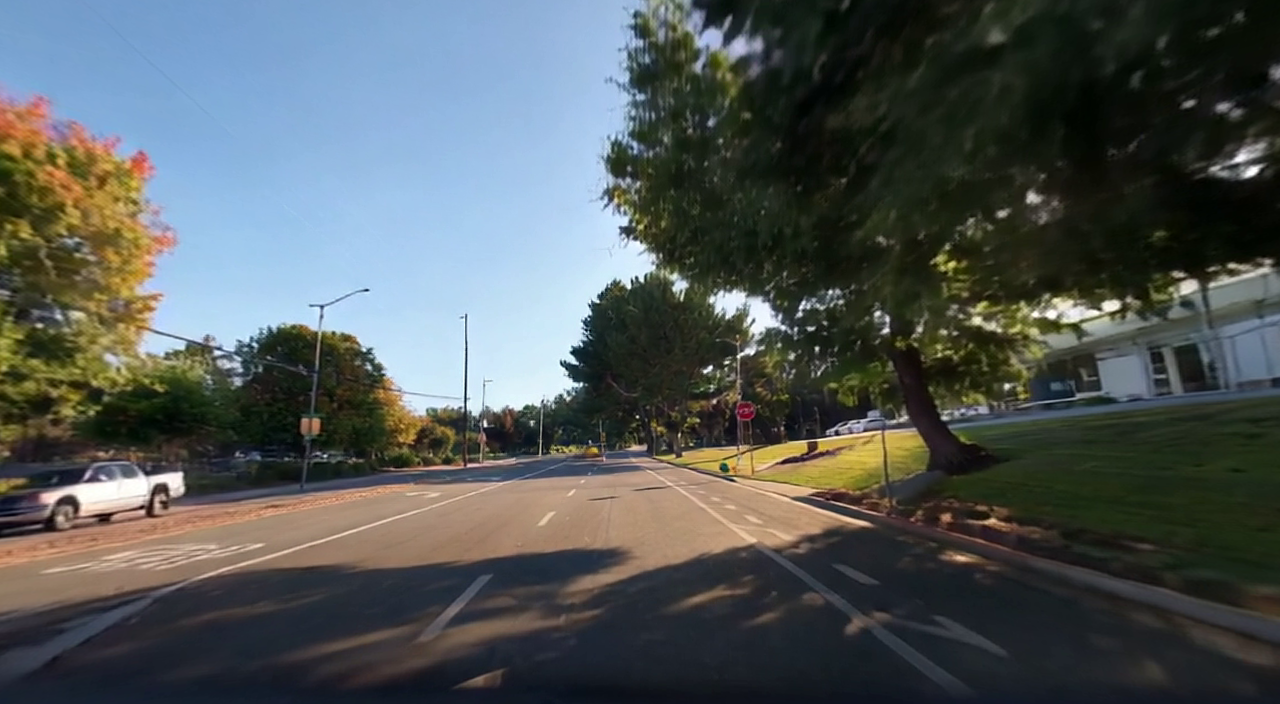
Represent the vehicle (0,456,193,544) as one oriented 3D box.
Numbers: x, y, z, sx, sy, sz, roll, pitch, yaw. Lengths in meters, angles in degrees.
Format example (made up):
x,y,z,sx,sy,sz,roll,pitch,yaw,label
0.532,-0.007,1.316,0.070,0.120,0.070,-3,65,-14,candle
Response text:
x,y,z,sx,sy,sz,roll,pitch,yaw,label
-12.894,3.347,14.717,1.952,1.632,4.200,-5,-9,-2,vehicle
